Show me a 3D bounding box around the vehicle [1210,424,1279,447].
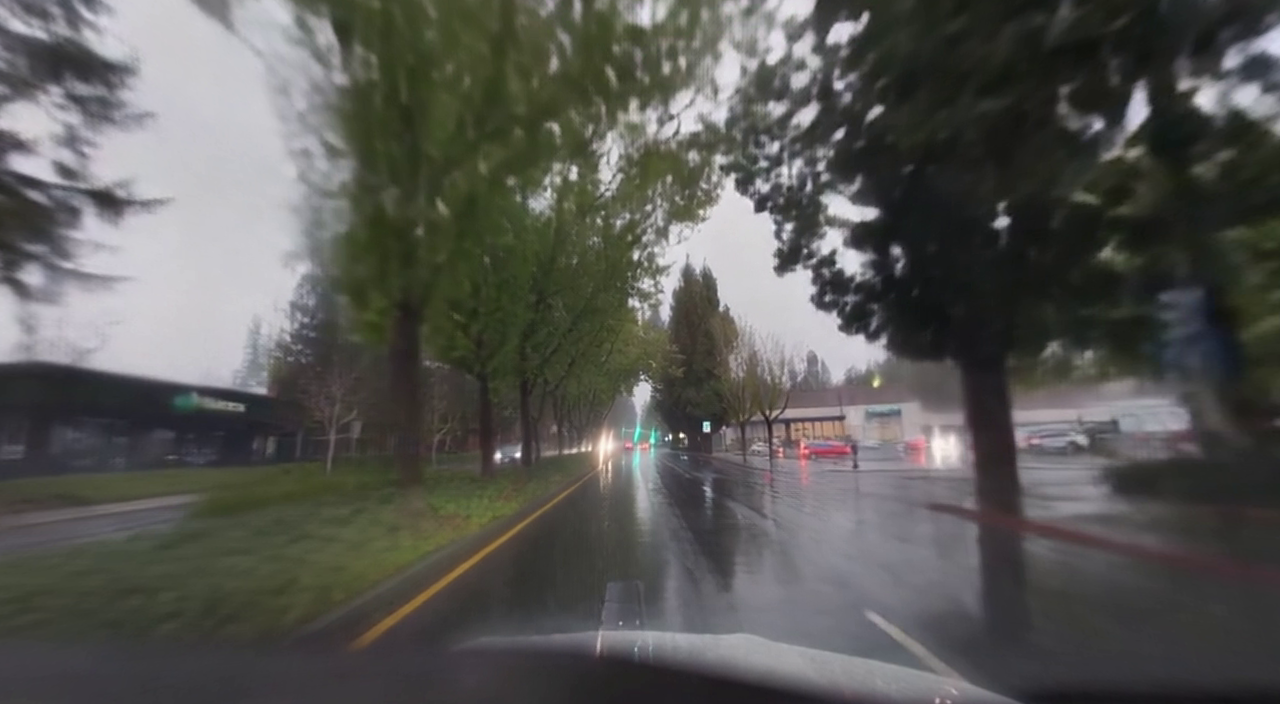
[{"bbox_3d":[44.473,6.140,46.132,1.802,1.547,3.913,1,-9,-7],"label":"vehicle"}]

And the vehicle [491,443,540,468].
[{"bbox_3d":[-7.589,6.343,38.886,1.969,1.462,4.425,-1,-8,2],"label":"vehicle"}]

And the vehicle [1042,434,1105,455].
[{"bbox_3d":[31.701,6.788,46.297,1.739,1.473,3.844,0,-8,-3],"label":"vehicle"}]
